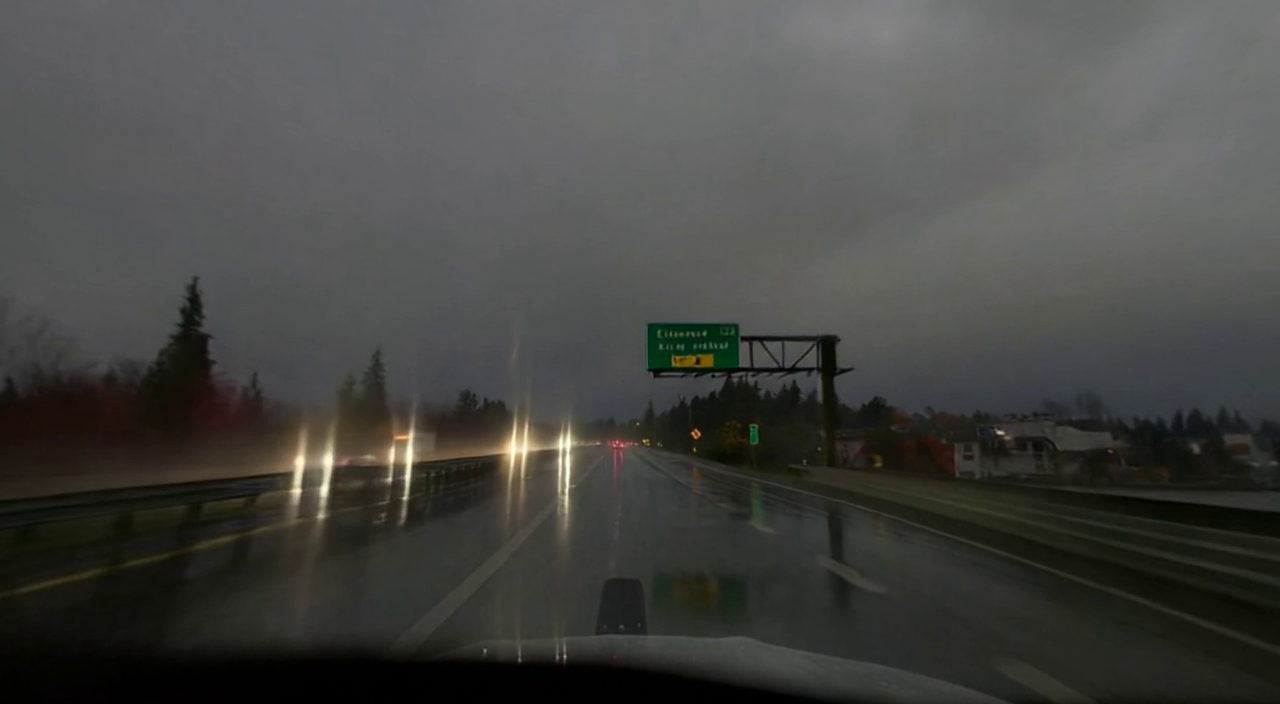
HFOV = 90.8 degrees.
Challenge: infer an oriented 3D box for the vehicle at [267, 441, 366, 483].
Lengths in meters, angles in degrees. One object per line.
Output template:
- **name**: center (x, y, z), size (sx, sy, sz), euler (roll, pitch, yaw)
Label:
- **vehicle**: center (-13.131, 4.465, 25.919), size (1.954, 1.555, 4.120), euler (0, -9, -2)
